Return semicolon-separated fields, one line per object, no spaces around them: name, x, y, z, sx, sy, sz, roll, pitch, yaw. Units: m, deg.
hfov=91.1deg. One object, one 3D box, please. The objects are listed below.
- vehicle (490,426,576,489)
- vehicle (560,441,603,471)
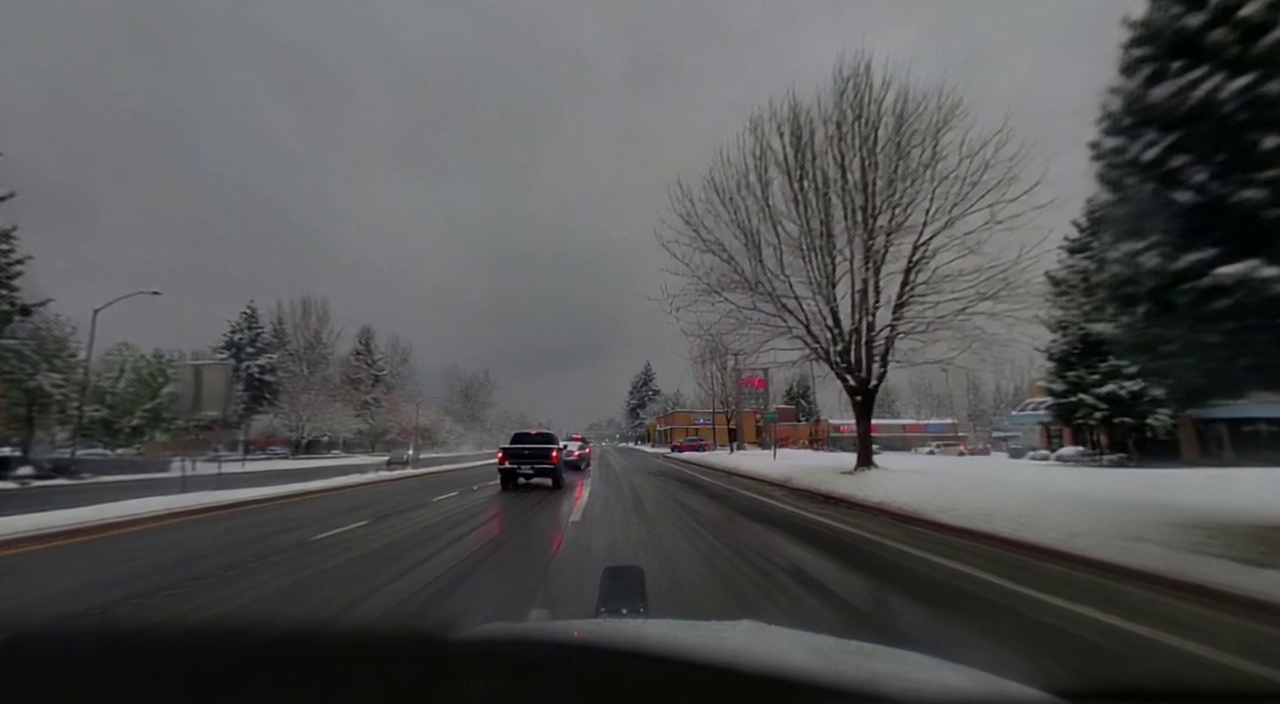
vehicle;-3.548;3.615;21.892;2.222;1.899;5.006;0;-8;-1
vehicle;-3.076;5.488;33.289;2.113;1.446;4.309;1;-8;-5
